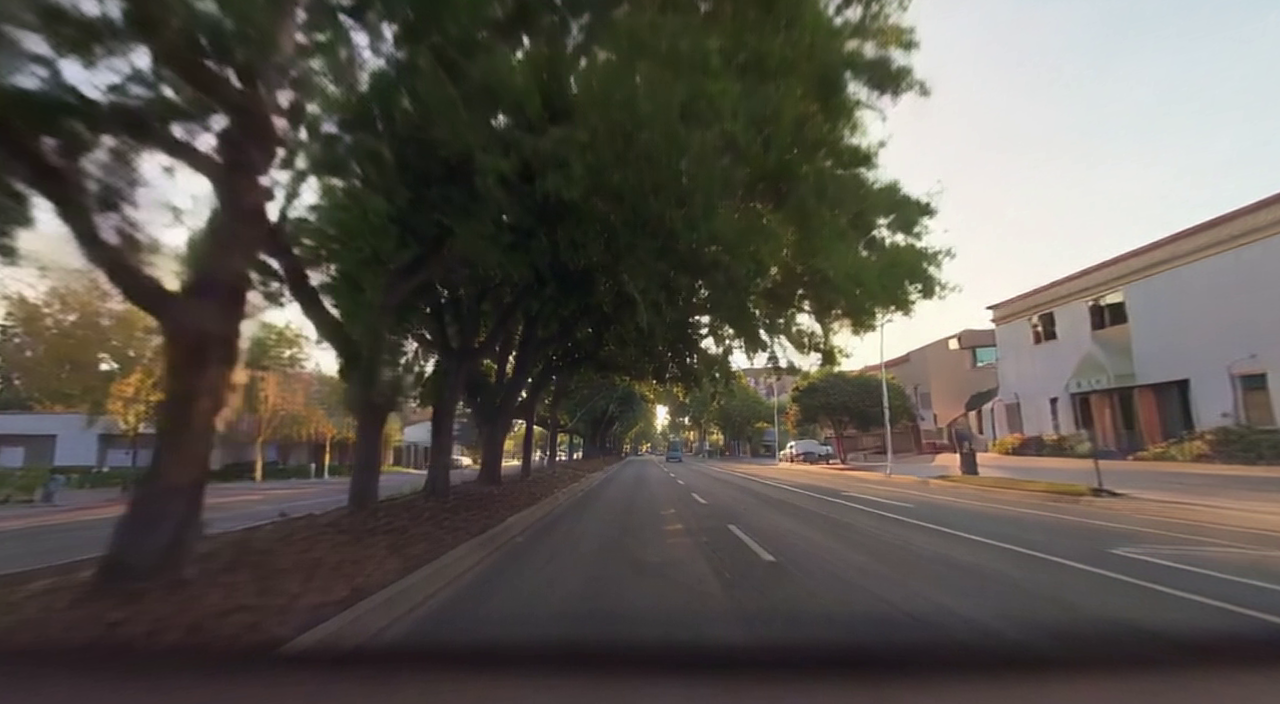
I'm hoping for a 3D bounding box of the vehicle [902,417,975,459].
[{"bbox_3d":[21.824,6.355,46.565,2.400,2.851,5.992,0,-8,0],"label":"vehicle"}]
